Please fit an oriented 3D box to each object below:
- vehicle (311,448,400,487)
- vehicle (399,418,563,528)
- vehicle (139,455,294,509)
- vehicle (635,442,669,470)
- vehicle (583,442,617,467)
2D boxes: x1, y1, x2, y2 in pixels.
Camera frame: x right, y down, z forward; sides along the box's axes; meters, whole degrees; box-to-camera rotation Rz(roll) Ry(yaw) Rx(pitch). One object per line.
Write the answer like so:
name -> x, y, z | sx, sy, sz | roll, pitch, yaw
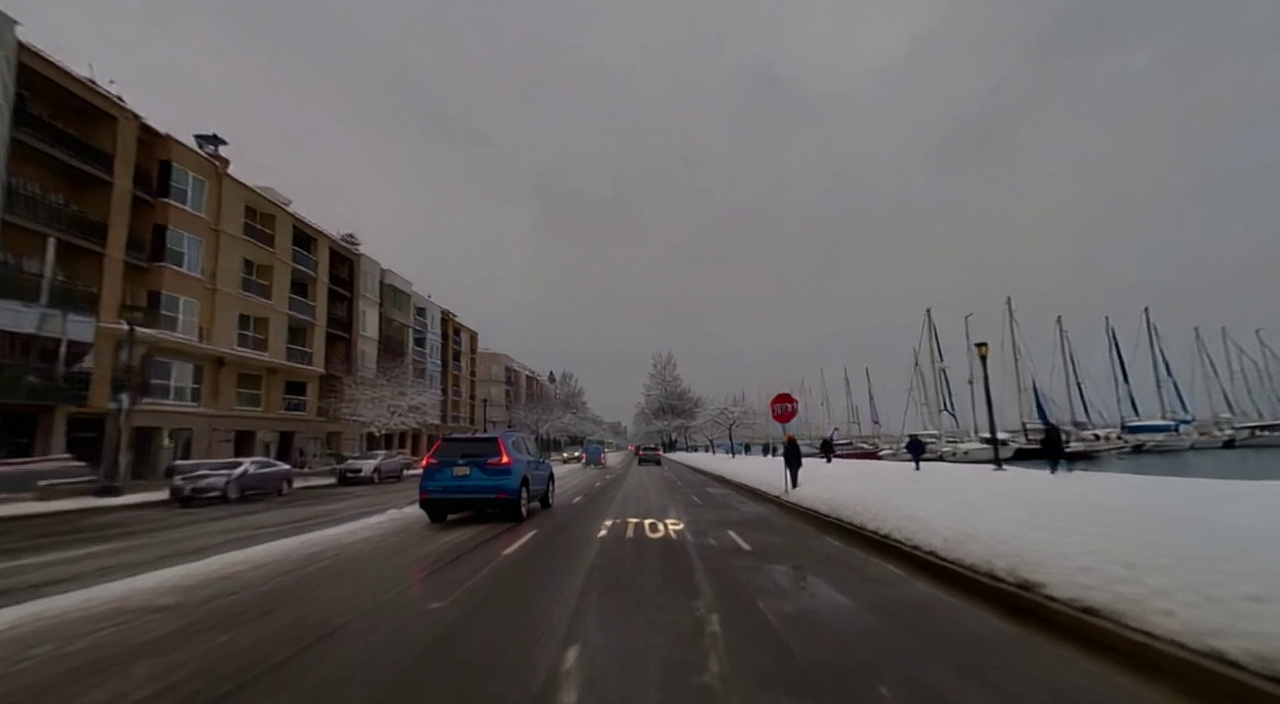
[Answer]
vehicle -> -13.442, 5.449, 30.130 | 2.117, 1.703, 4.373 | -1, -9, 2
vehicle -> -2.982, 2.406, 13.097 | 2.082, 1.817, 4.724 | -1, -9, 1
vehicle -> -13.550, 4.147, 20.579 | 1.871, 1.463, 4.555 | -1, -9, 1
vehicle -> 0.747, 6.629, 40.316 | 2.057, 1.624, 3.726 | -1, -9, 1
vehicle -> -2.874, 7.455, 45.919 | 2.056, 1.680, 4.205 | -1, -9, 2
